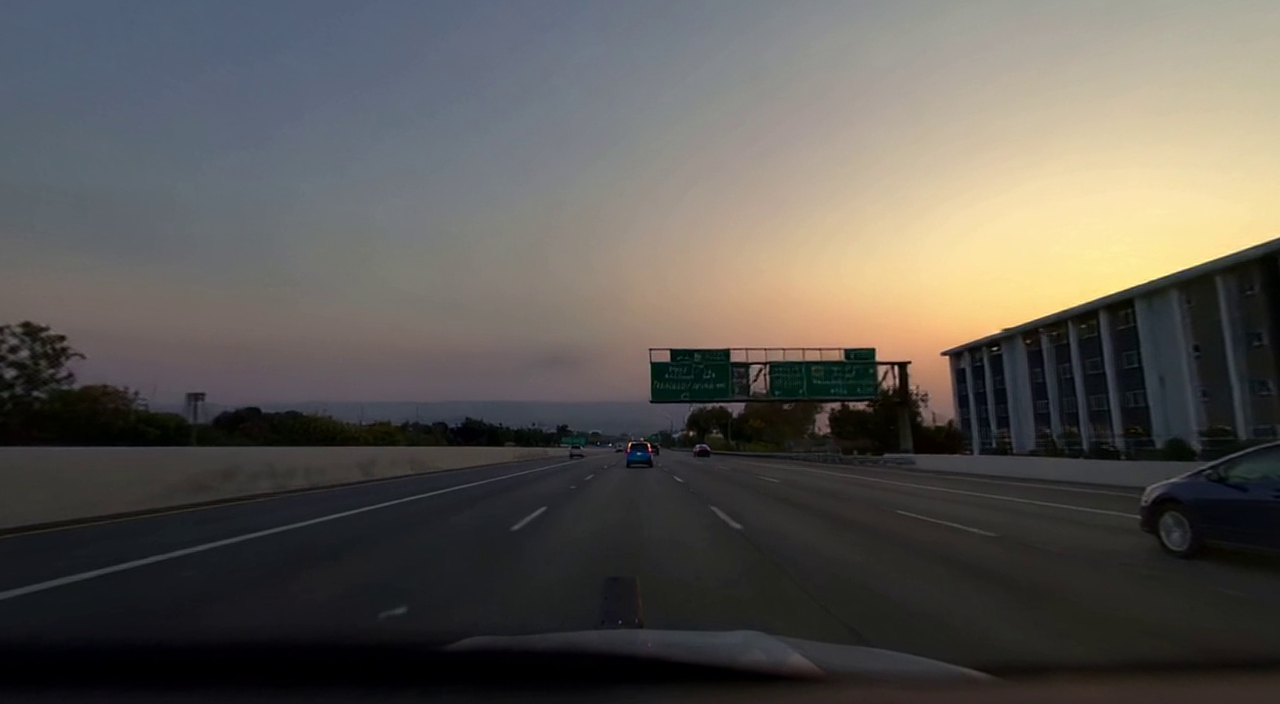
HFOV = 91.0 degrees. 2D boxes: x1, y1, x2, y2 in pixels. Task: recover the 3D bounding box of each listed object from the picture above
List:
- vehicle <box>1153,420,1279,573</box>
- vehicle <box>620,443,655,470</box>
[{"bbox_3d":[7.329,1.300,5.333,1.937,1.498,4.710,0,-8,-1],"label":"vehicle"},{"bbox_3d":[-0.158,6.305,38.202,2.036,1.542,3.891,0,-8,0],"label":"vehicle"}]
